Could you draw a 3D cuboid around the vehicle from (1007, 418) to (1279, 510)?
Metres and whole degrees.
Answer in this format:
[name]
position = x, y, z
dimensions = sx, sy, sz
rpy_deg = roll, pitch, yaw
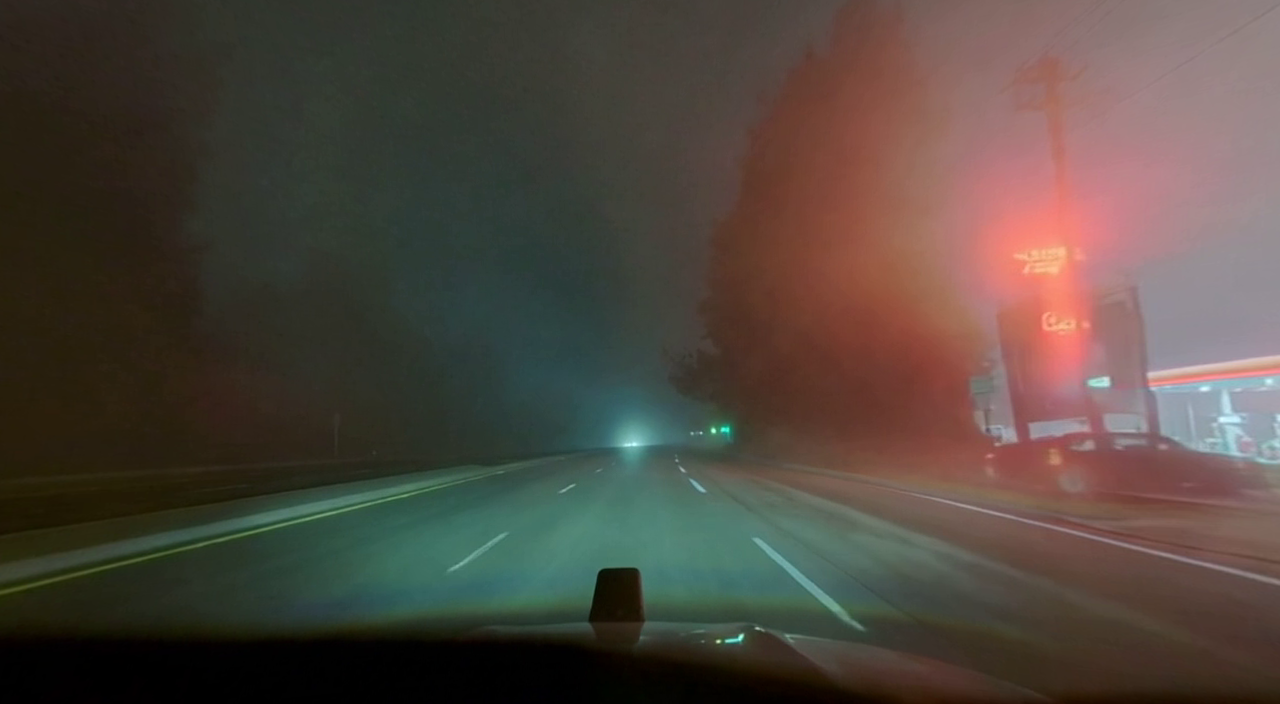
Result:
[vehicle]
position = 10.049, 2.161, 12.340
dimensions = 4.476, 1.629, 1.953
rpy_deg = 0, -8, 0
